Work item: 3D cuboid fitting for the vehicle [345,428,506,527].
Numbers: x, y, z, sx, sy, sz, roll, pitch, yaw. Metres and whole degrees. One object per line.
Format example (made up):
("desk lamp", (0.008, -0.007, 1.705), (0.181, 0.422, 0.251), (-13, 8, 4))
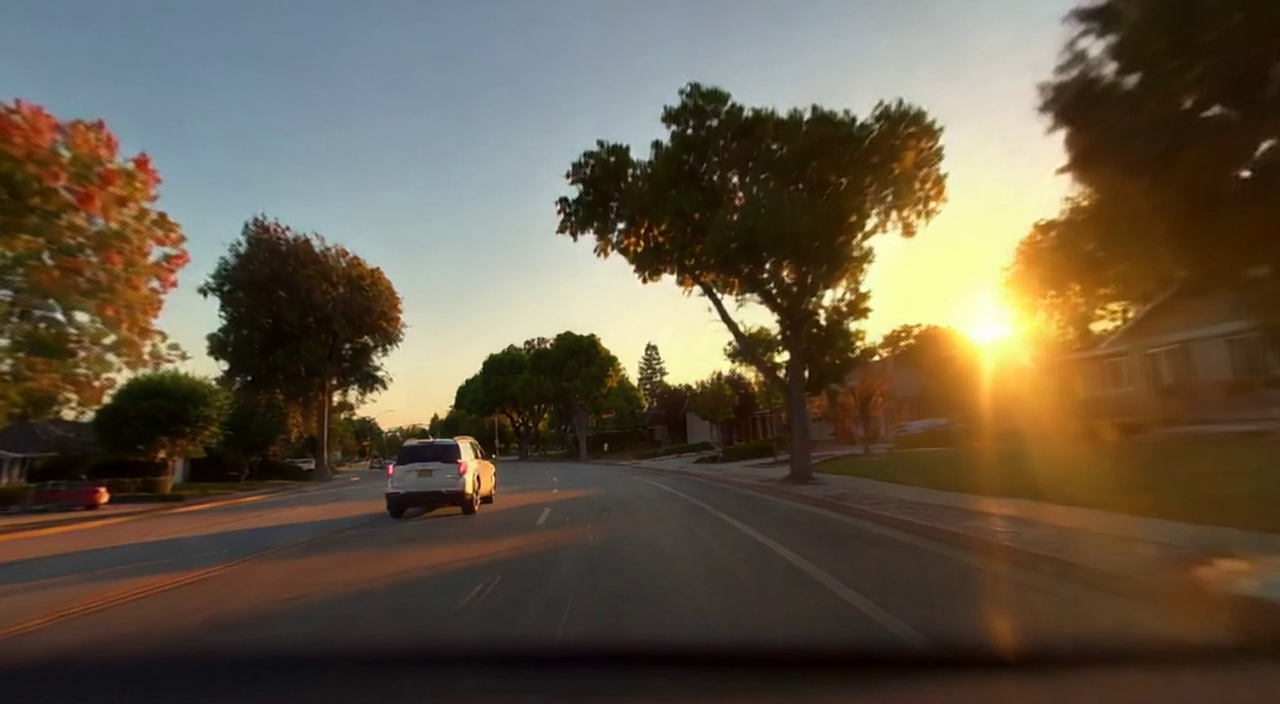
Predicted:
("vehicle", (-4.376, 2.625, 13.773), (2.175, 1.772, 4.442), (0, -9, -4))

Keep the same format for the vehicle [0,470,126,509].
("vehicle", (-23.398, 5.483, 25.312), (3.892, 1.323, 1.741), (0, -7, -7))
